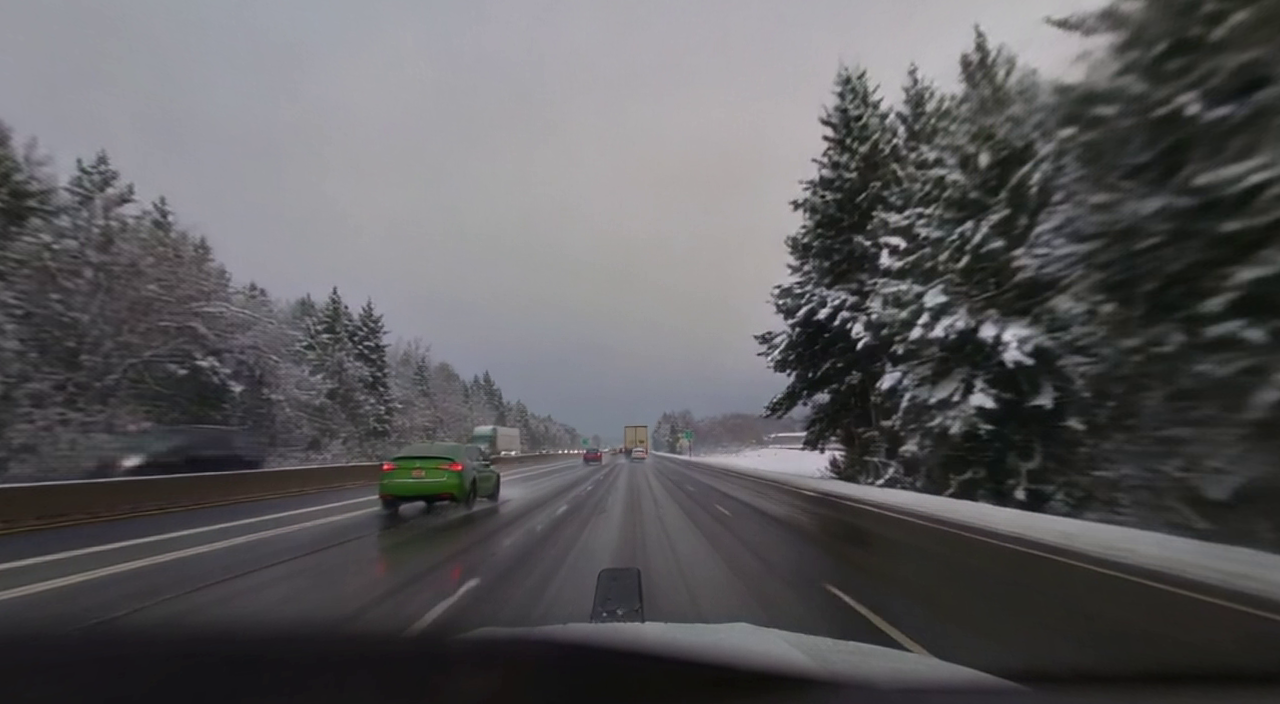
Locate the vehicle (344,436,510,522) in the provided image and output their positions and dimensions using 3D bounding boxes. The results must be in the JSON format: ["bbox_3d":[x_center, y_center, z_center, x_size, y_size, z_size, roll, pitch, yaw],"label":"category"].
[{"bbox_3d":[-4.285,2.628,13.501,2.172,1.548,3.953,0,-9,0],"label":"vehicle"}]

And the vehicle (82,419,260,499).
[{"bbox_3d":[-17.189,3.951,23.648,2.427,2.619,5.407,0,-9,0],"label":"vehicle"}]

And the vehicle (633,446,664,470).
[{"bbox_3d":[0.545,7.239,43.202,1.992,1.593,3.937,0,-9,-1],"label":"vehicle"}]
